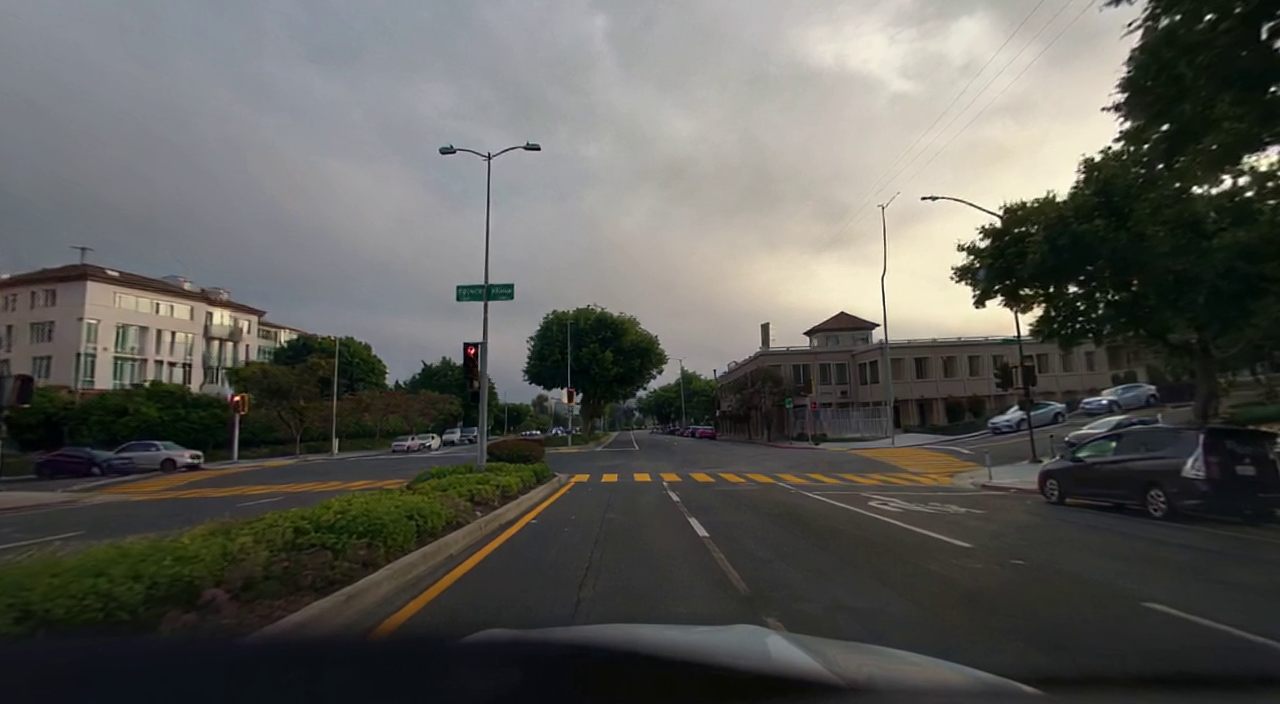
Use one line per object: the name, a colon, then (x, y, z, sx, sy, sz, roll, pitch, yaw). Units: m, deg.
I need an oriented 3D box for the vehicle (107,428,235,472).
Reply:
vehicle: (-26.132, 5.473, 35.344, 5.229, 2.299, 2.366, 0, -8, 1)

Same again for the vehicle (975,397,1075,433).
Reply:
vehicle: (22.029, 3.577, 36.233, 4.531, 1.753, 1.964, -2, -2, -5)

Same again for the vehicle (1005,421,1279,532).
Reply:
vehicle: (9.525, 2.290, 12.279, 1.998, 1.725, 4.564, 0, -8, -1)
